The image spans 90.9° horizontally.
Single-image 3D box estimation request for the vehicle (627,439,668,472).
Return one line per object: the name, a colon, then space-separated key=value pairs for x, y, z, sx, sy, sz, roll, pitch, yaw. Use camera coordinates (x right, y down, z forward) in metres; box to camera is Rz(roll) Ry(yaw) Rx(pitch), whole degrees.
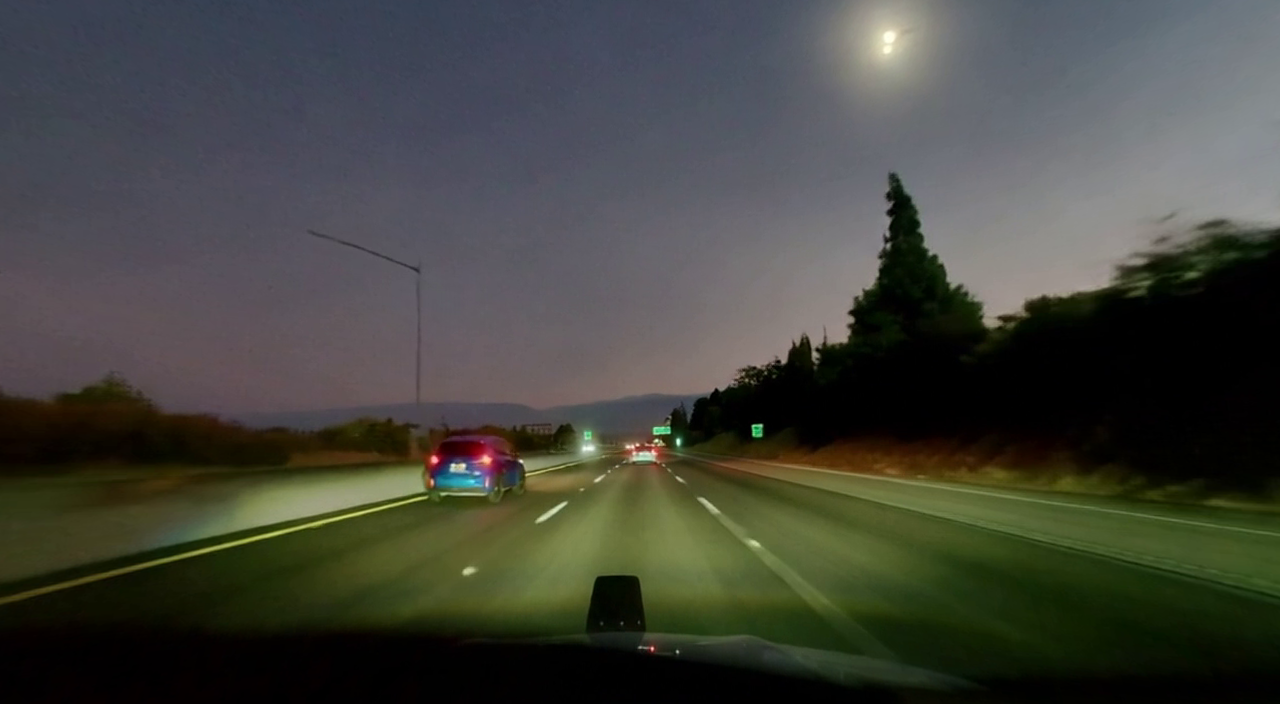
vehicle: x=0.437 y=6.098 z=37.137 sx=2.247 sy=1.825 sz=4.036 roll=0 pitch=-9 yaw=0
